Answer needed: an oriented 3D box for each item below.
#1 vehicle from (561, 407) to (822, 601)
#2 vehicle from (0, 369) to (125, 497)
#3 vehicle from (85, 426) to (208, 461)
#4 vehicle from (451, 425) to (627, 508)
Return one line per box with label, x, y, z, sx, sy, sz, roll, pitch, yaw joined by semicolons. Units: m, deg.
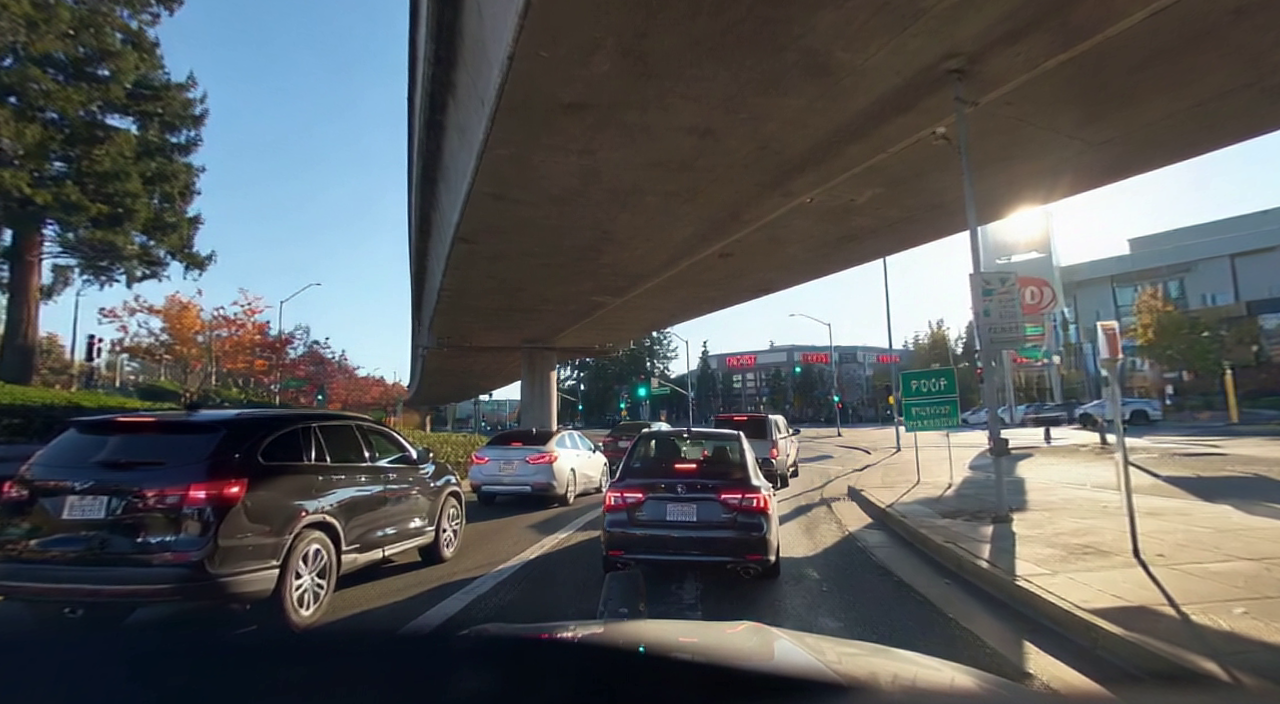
vehicle;0.737;1.590;7.548;2.195;1.571;4.353;-2;-8;9
vehicle;-24.372;2.736;19.322;13.064;3.755;3.269;-1;-8;-13
vehicle;-30.608;5.689;39.286;5.457;2.021;2.213;2;-9;-13
vehicle;-1.976;2.482;14.171;2.214;1.519;4.704;-2;-9;14
